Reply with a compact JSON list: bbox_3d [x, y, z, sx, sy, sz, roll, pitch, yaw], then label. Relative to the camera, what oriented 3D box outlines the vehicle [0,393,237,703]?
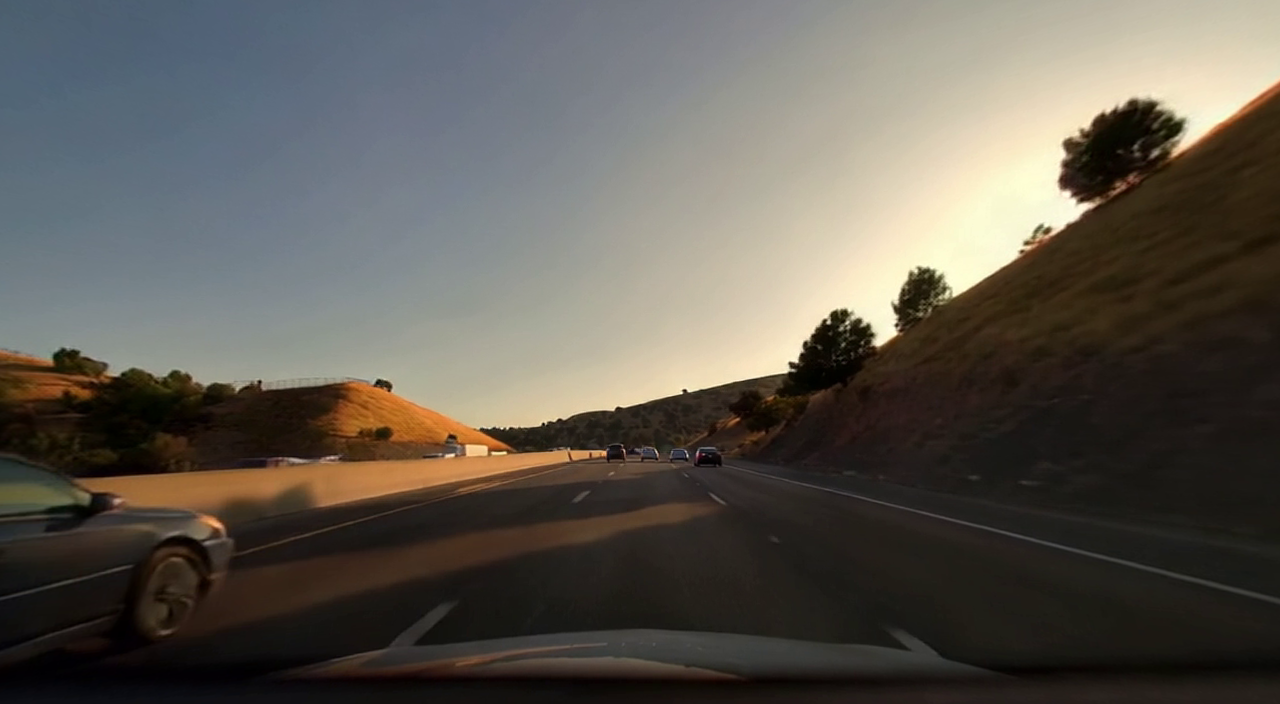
[{"bbox_3d":[-3.923,0.904,2.559,1.910,1.521,3.930,0,-8,1],"label":"vehicle"}]

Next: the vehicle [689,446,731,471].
[{"bbox_3d":[3.912,6.009,35.781,1.976,1.352,3.602,0,-8,0],"label":"vehicle"}]
